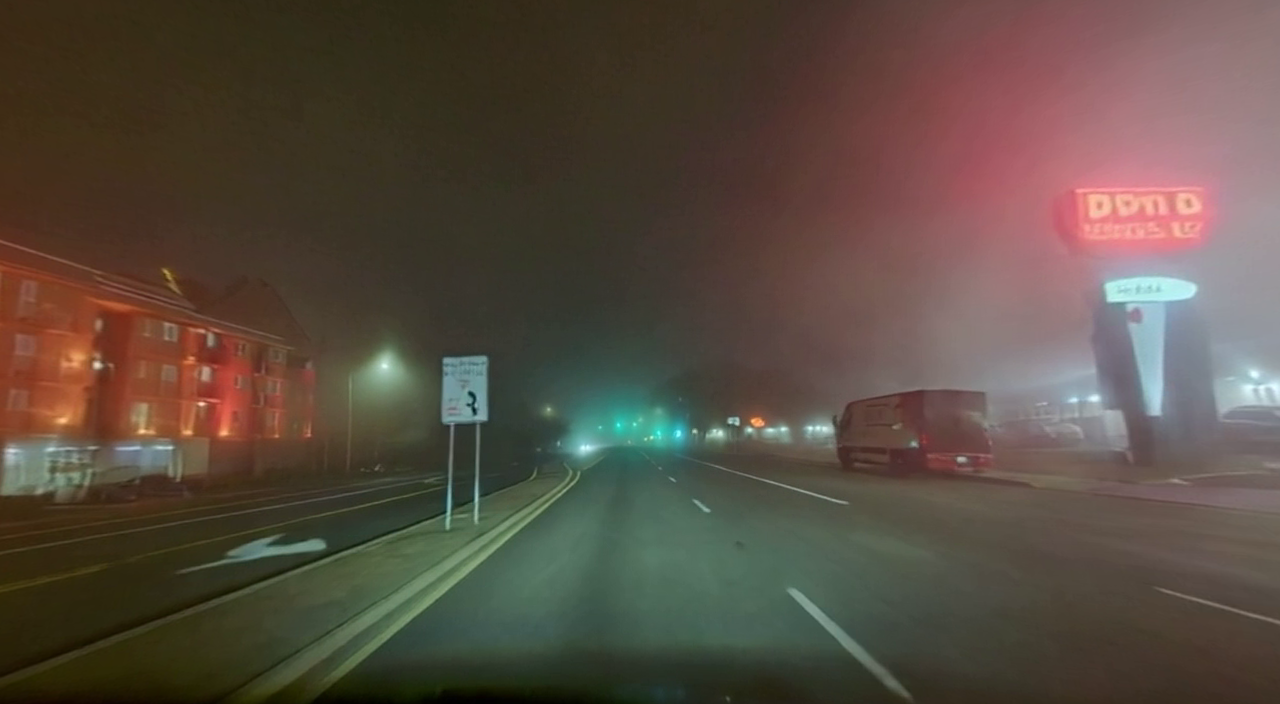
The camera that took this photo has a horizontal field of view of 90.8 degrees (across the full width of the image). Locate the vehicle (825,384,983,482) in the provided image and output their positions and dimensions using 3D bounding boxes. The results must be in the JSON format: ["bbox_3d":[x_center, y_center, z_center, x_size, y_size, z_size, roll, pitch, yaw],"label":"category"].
[{"bbox_3d":[9.764,3.151,24.465,2.917,3.205,6.985,0,-8,-1],"label":"vehicle"}]

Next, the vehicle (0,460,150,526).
[{"bbox_3d":[-19.364,4.646,21.235,2.042,1.773,4.914,-4,-8,-2],"label":"vehicle"}]

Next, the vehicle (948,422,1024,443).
[{"bbox_3d":[25.498,5.999,46.740,1.868,1.458,4.609,5,-10,-27],"label":"vehicle"}]
